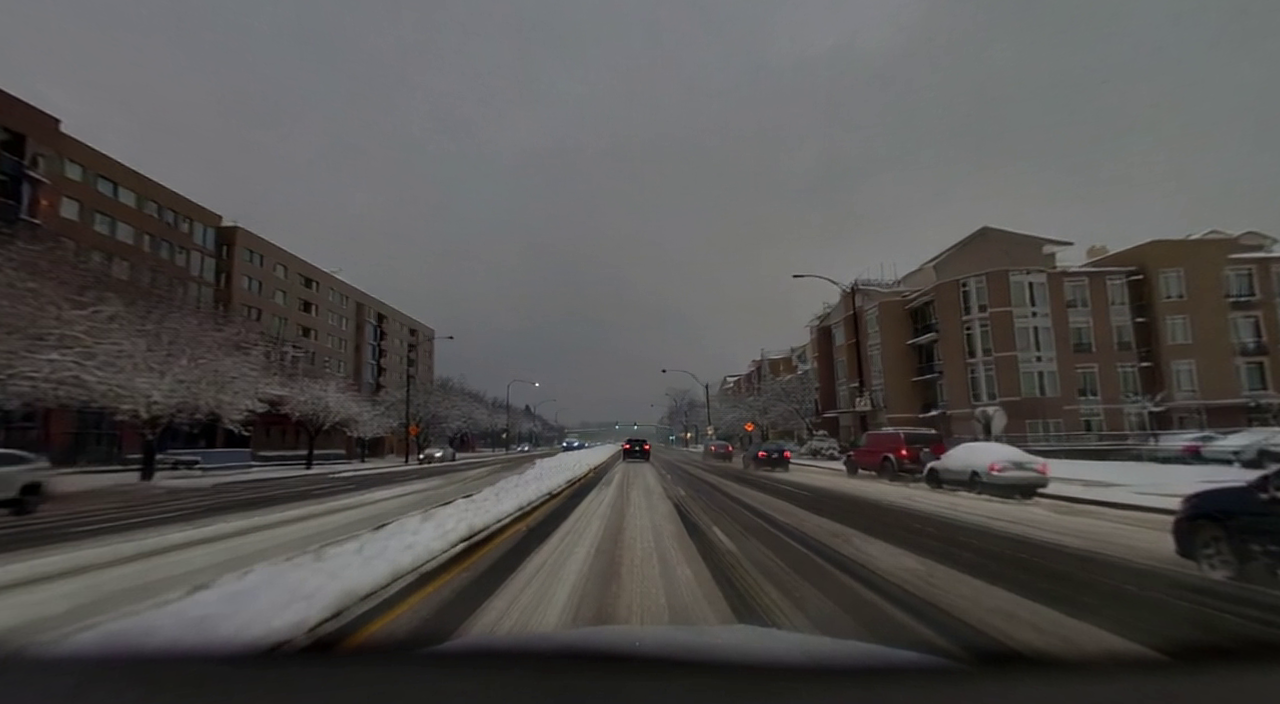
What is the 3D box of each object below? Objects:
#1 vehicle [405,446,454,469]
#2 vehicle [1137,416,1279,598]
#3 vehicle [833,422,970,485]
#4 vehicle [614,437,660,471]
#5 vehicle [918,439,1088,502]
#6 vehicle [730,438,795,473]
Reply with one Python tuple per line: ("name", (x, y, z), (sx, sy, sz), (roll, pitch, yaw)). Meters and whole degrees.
("vehicle", (-15.492, 7.773, 46.555), (1.967, 1.574, 4.819), (0, -9, 0))
("vehicle", (6.586, 1.197, 4.480), (2.121, 1.557, 4.898), (0, -9, 1))
("vehicle", (10.121, 4.021, 25.259), (2.441, 2.150, 6.729), (1, -9, -2))
("vehicle", (-0.146, 5.080, 31.442), (2.106, 1.553, 3.964), (0, -9, 0))
("vehicle", (9.982, 3.258, 17.803), (2.089, 1.508, 4.323), (0, -8, -2))
("vehicle", (5.776, 4.938, 30.279), (2.154, 1.554, 4.149), (1, -9, -2))
